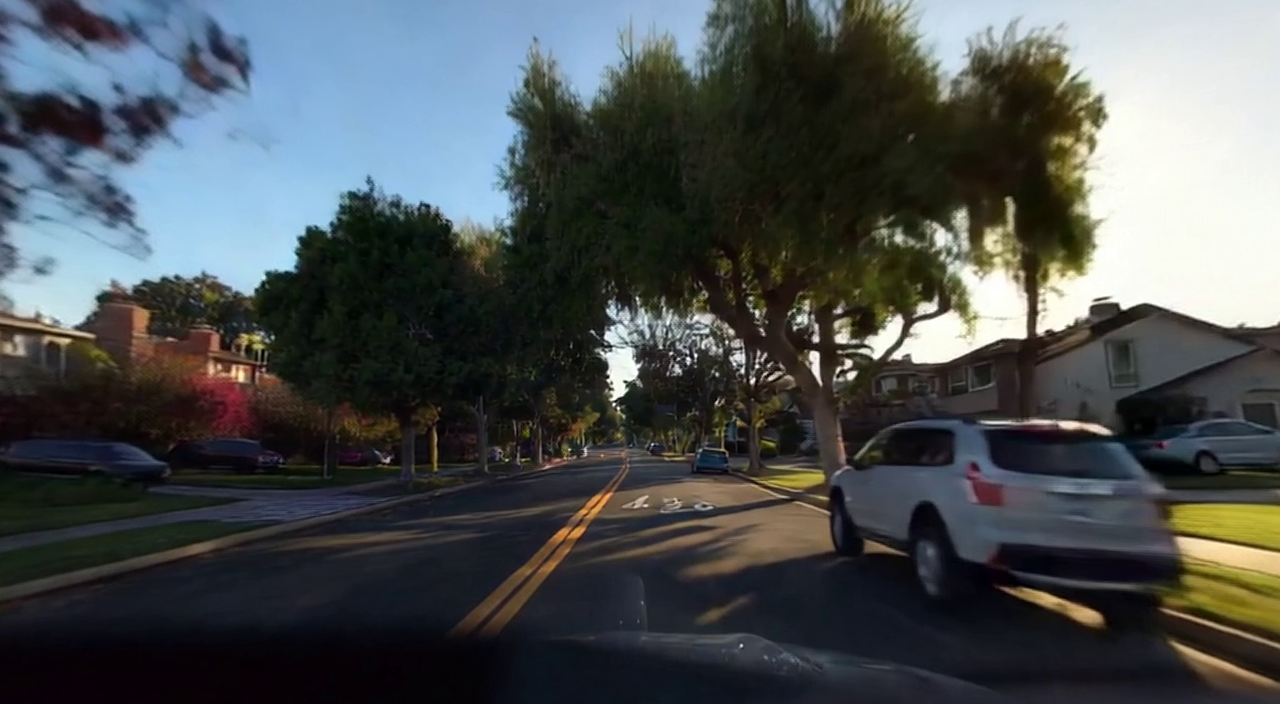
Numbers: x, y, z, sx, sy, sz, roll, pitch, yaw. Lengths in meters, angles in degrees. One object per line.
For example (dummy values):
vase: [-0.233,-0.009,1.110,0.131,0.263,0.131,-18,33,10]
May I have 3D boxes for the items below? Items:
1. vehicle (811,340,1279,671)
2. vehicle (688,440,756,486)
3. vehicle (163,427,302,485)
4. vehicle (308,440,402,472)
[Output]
vehicle: [3.082,1.098,5.526,2.007,1.702,4.430,0,-8,1]
vehicle: [3.077,4.263,24.732,1.988,1.618,4.567,0,-8,-1]
vehicle: [-14.469,3.710,22.827,1.933,1.837,4.670,-2,-8,-1]
vehicle: [-16.227,5.936,36.139,4.331,1.738,2.067,0,-9,1]
